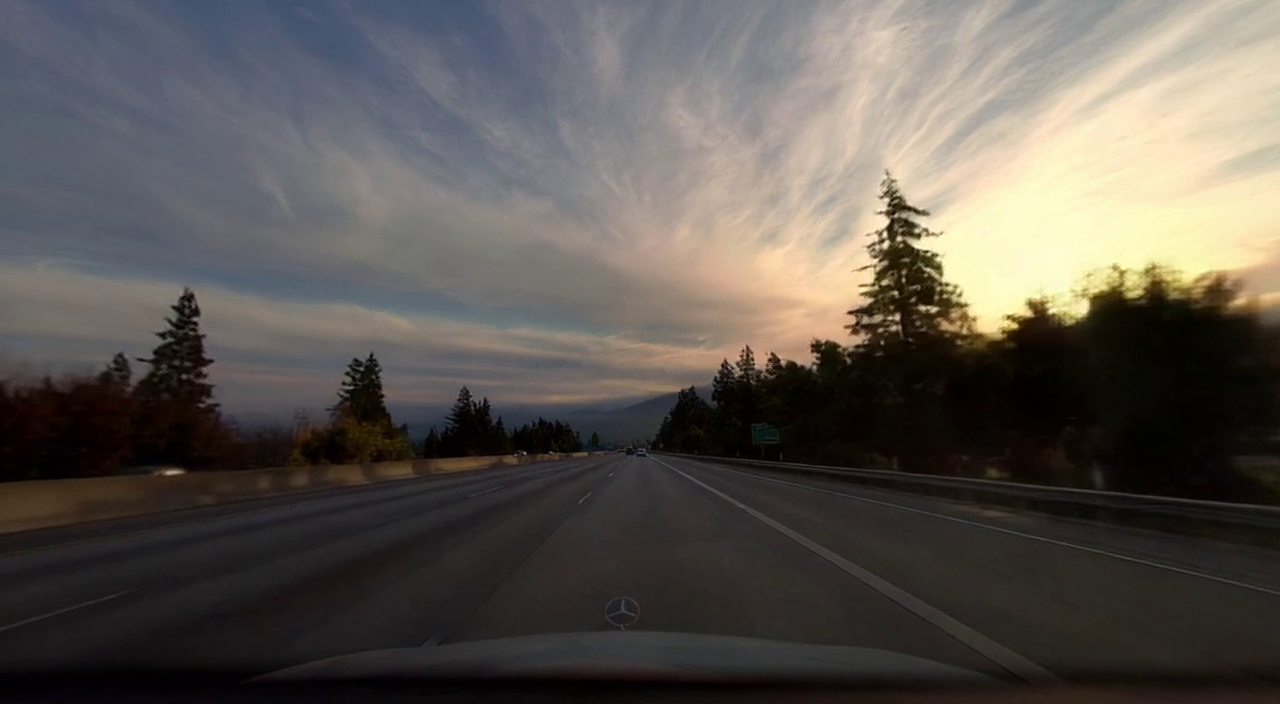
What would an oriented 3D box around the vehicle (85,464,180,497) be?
[{"bbox_3d":[-24.219,6.119,30.269,1.570,1.374,3.496,0,-9,0],"label":"vehicle"}]
